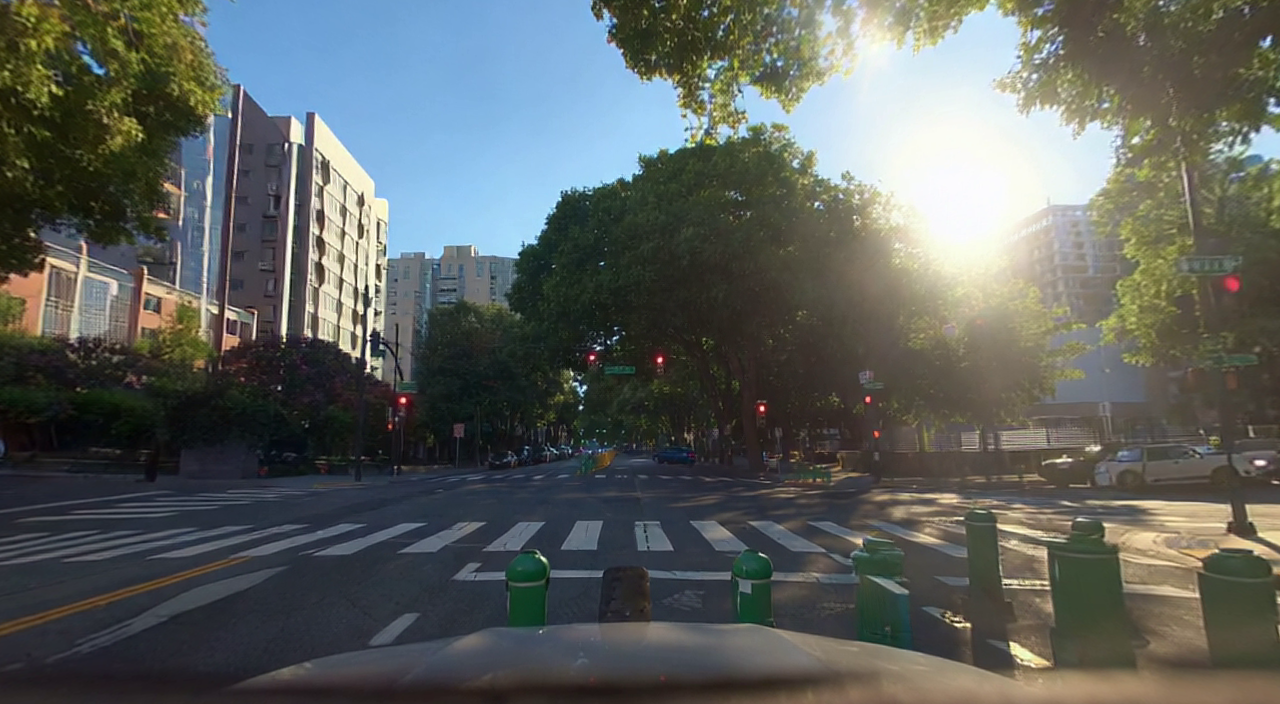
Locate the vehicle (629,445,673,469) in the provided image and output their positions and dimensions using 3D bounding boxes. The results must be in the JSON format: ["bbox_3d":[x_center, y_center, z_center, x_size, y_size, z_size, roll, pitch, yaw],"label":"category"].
[{"bbox_3d":[0.711,7.157,43.221,1.972,1.522,4.368,2,-9,-14],"label":"vehicle"}]

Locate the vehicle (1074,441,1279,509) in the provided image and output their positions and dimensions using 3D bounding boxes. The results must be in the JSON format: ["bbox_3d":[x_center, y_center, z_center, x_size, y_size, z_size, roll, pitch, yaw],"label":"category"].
[{"bbox_3d":[12.983,2.792,14.571,4.424,1.436,1.804,-1,-8,5],"label":"vehicle"}]
